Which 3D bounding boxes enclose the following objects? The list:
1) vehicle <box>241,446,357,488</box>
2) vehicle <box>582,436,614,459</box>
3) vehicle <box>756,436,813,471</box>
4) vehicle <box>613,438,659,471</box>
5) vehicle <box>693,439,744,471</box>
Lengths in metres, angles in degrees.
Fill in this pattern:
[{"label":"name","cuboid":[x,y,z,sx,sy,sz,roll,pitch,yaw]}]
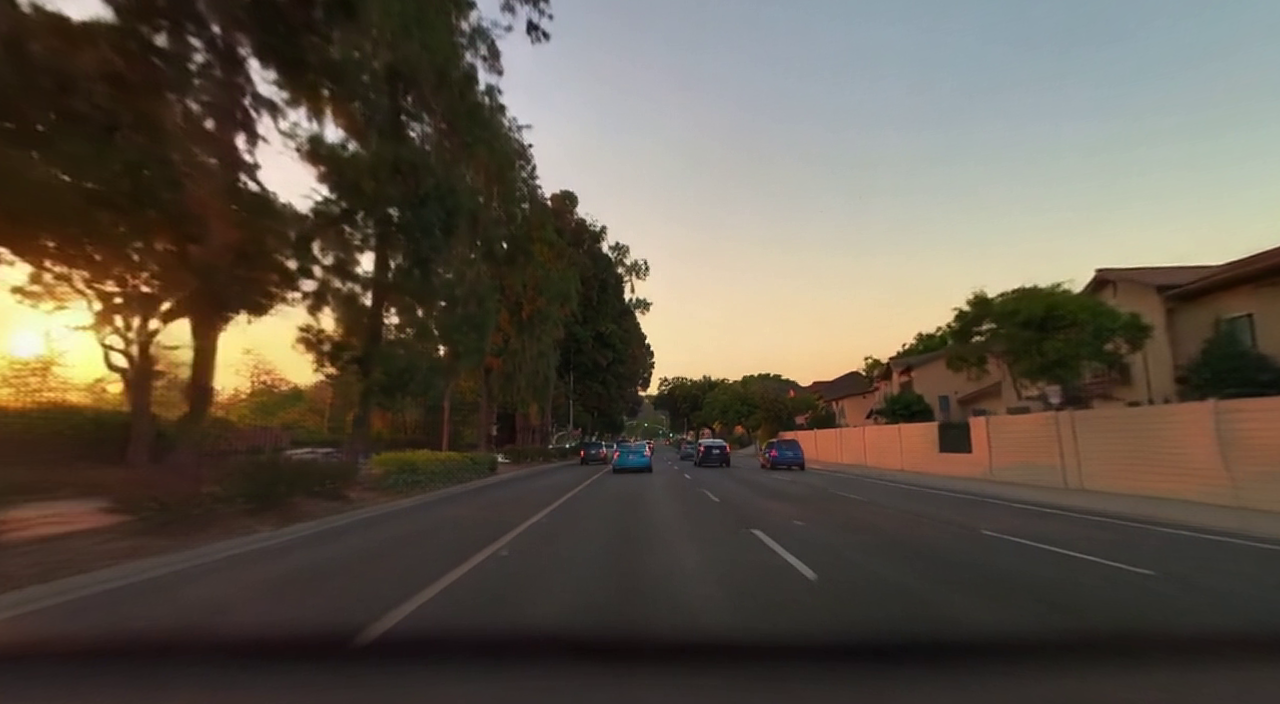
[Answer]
[{"label":"vehicle","cuboid":[-13.561,4.576,25.477,1.990,1.481,4.677,0,-8,1]},{"label":"vehicle","cuboid":[-3.209,7.368,48.575,2.031,1.705,4.325,0,-8,1]},{"label":"vehicle","cuboid":[7.595,5.375,33.503,1.972,1.700,4.269,0,-8,0]},{"label":"vehicle","cuboid":[-0.156,5.029,31.078,2.102,1.481,3.907,0,-8,1]},{"label":"vehicle","cuboid":[3.941,5.243,32.330,2.067,1.514,4.188,0,-8,0]}]
